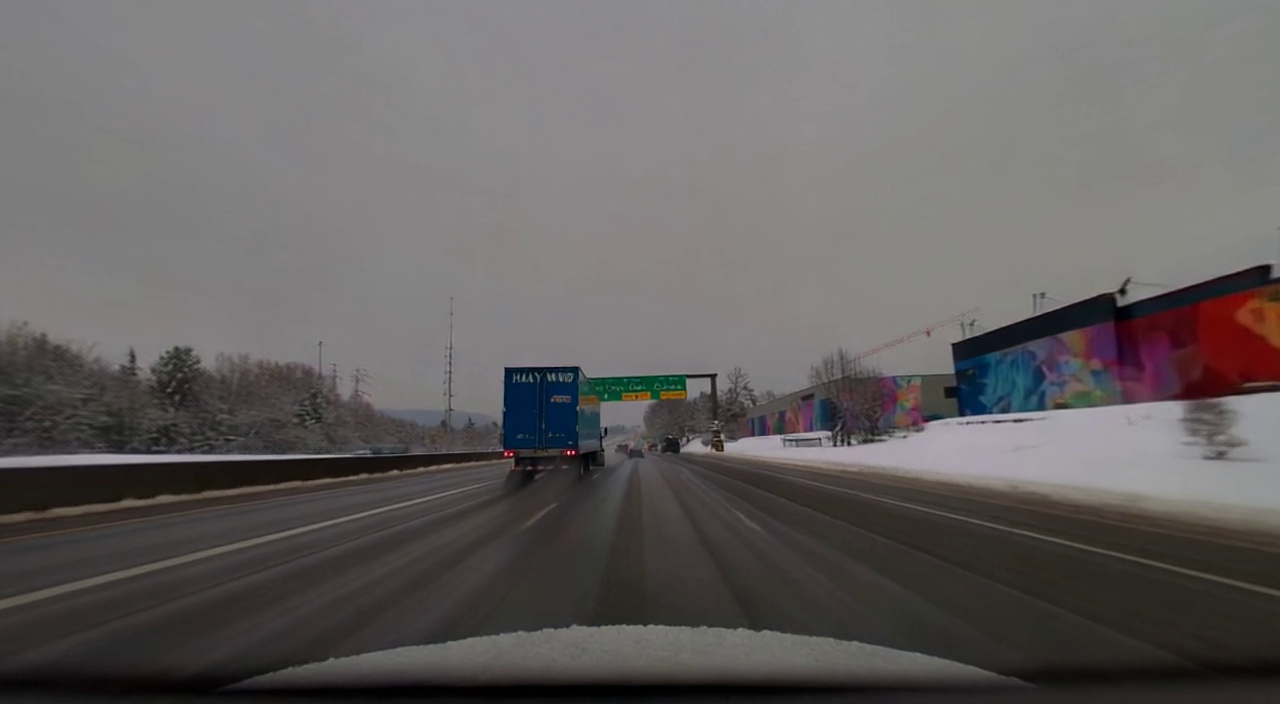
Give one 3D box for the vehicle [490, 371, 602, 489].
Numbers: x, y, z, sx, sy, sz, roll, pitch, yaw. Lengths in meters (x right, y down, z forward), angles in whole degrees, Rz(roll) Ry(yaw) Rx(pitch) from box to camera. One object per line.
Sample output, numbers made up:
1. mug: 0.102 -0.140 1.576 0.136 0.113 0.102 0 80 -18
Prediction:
1. vehicle: -3.522 3.233 26.367 2.977 4.048 8.890 1 -7 2
